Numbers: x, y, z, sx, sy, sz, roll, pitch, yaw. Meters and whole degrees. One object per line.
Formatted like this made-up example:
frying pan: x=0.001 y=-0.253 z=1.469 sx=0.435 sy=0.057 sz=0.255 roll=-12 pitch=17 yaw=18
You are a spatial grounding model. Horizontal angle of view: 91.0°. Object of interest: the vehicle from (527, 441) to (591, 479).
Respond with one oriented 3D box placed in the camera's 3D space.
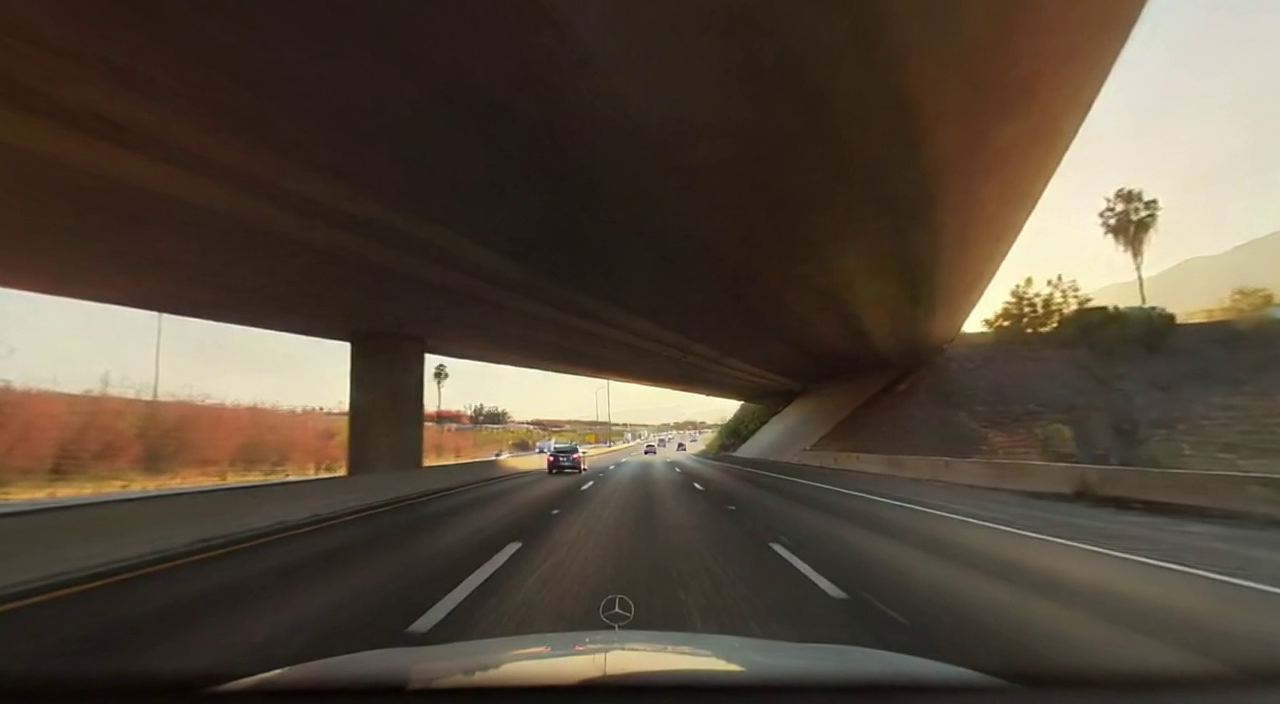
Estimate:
vehicle: x=-3.560 y=4.826 z=28.599 sx=2.276 sy=1.551 sz=4.484 roll=-1 pitch=-8 yaw=1
